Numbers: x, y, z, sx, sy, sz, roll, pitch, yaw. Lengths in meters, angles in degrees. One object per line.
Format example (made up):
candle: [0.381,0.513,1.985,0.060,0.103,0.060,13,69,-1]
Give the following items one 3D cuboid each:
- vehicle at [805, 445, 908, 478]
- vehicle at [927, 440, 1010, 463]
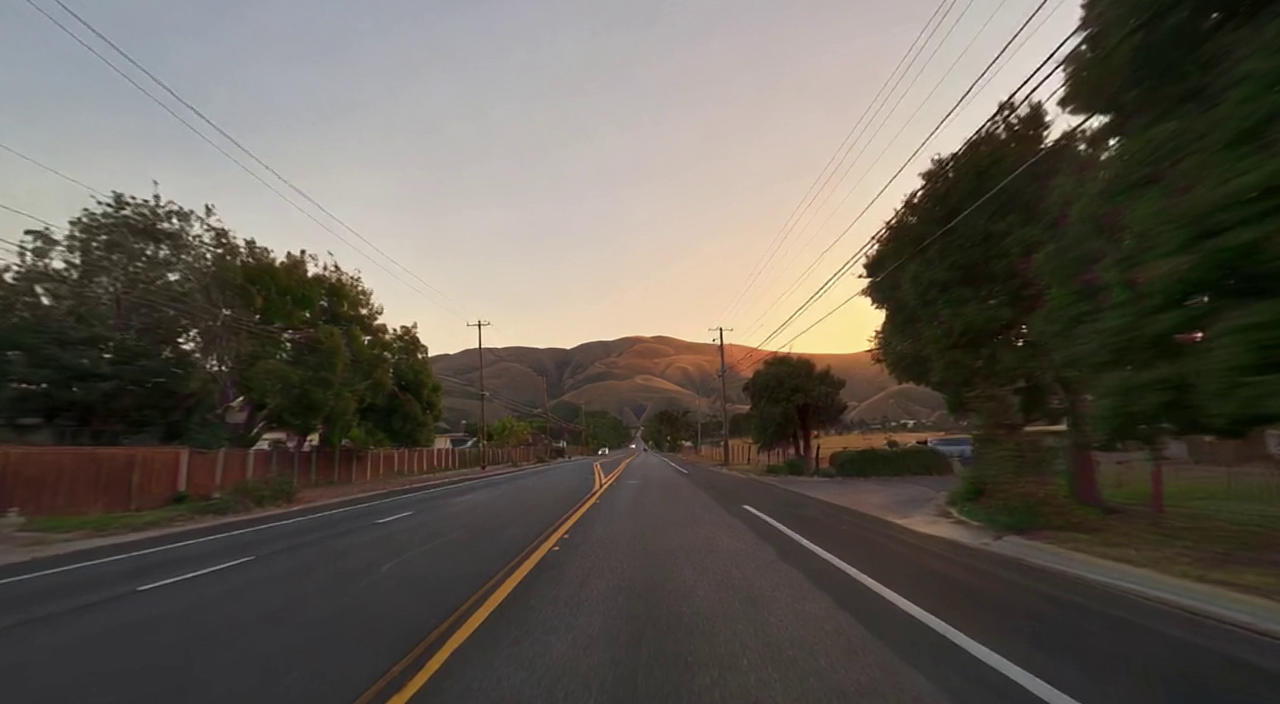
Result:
vehicle: [10.574,5.327,30.751,4.540,1.505,2.021,-3,-9,21]
vehicle: [22.277,6.765,42.711,4.490,1.470,1.979,0,-8,3]
